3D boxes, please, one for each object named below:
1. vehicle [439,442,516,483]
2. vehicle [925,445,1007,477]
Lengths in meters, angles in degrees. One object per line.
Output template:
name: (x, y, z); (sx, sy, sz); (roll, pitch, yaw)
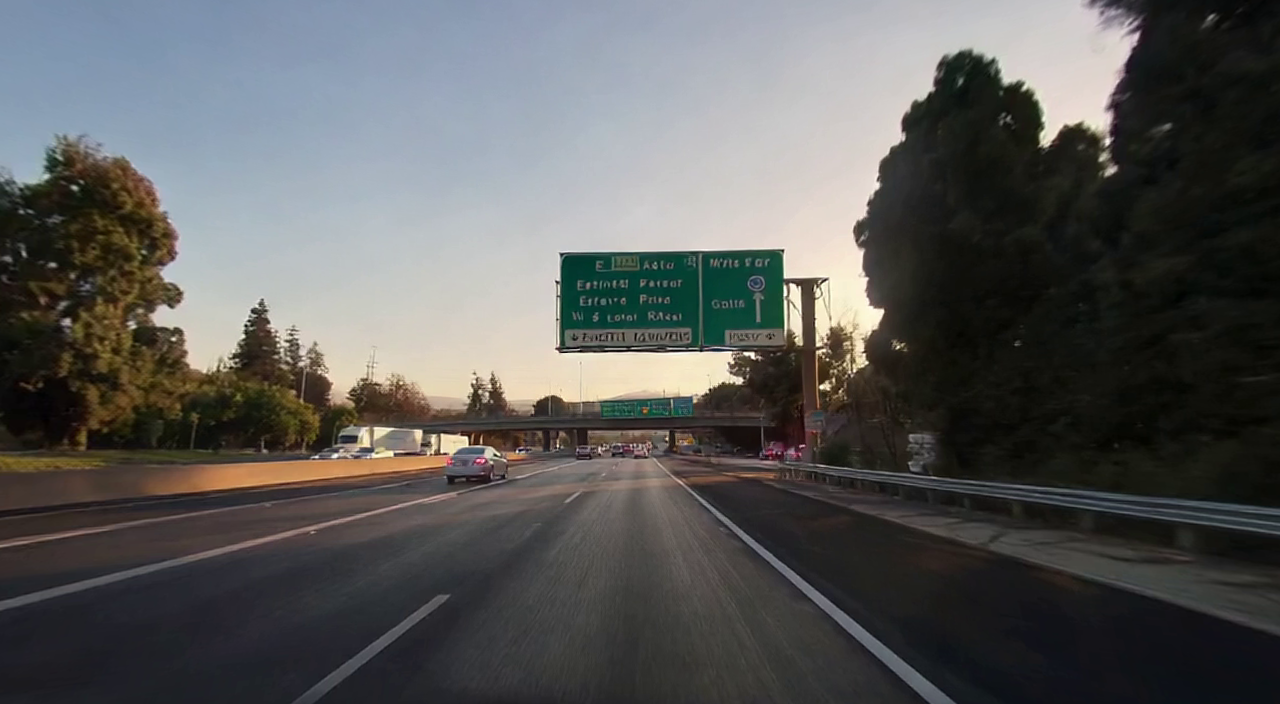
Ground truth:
vehicle: (-6.505, 4.455, 25.688); (1.985, 1.513, 4.172); (0, -9, 1)
vehicle: (17.692, 5.918, 34.468); (2.012, 1.601, 4.565); (0, -9, 0)
